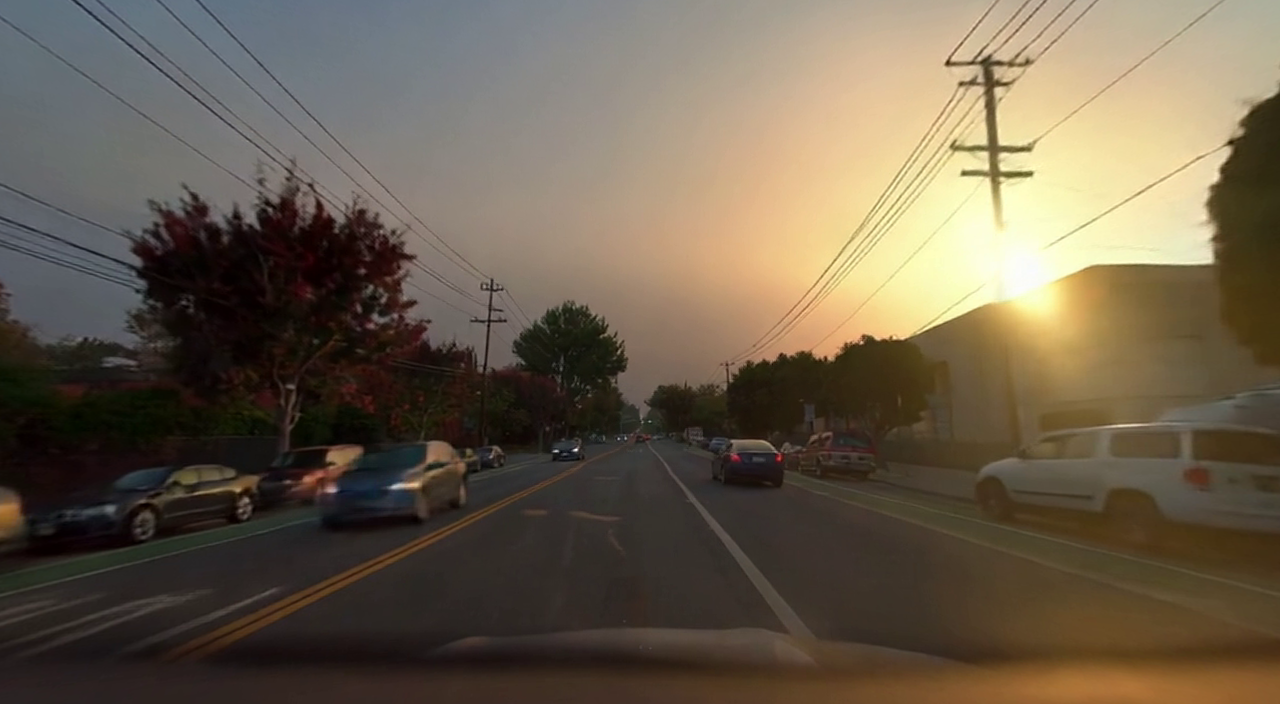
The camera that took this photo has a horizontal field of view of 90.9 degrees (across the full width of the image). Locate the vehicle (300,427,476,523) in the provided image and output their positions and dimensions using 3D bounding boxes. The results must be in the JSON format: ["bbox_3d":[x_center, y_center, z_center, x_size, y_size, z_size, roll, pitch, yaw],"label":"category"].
[{"bbox_3d":[-5.212,2.558,13.796,2.050,1.729,4.269,-1,-8,0],"label":"vehicle"}]

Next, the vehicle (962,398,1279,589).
[{"bbox_3d":[7.673,1.918,9.754,2.380,2.030,5.861,-1,-8,1],"label":"vehicle"}]

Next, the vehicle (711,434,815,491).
[{"bbox_3d":[3.520,3.247,19.006,2.059,1.489,4.629,0,-8,-2],"label":"vehicle"}]

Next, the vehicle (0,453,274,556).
[{"bbox_3d":[-9.422,2.781,12.204,1.949,1.502,4.264,-1,-8,3],"label":"vehicle"}]

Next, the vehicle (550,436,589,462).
[{"bbox_3d":[-4.614,6.386,41.827,2.010,1.588,4.186,-1,-8,1],"label":"vehicle"}]

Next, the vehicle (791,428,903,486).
[{"bbox_3d":[7.714,3.957,24.365,2.250,1.935,6.052,0,-8,0],"label":"vehicle"}]
